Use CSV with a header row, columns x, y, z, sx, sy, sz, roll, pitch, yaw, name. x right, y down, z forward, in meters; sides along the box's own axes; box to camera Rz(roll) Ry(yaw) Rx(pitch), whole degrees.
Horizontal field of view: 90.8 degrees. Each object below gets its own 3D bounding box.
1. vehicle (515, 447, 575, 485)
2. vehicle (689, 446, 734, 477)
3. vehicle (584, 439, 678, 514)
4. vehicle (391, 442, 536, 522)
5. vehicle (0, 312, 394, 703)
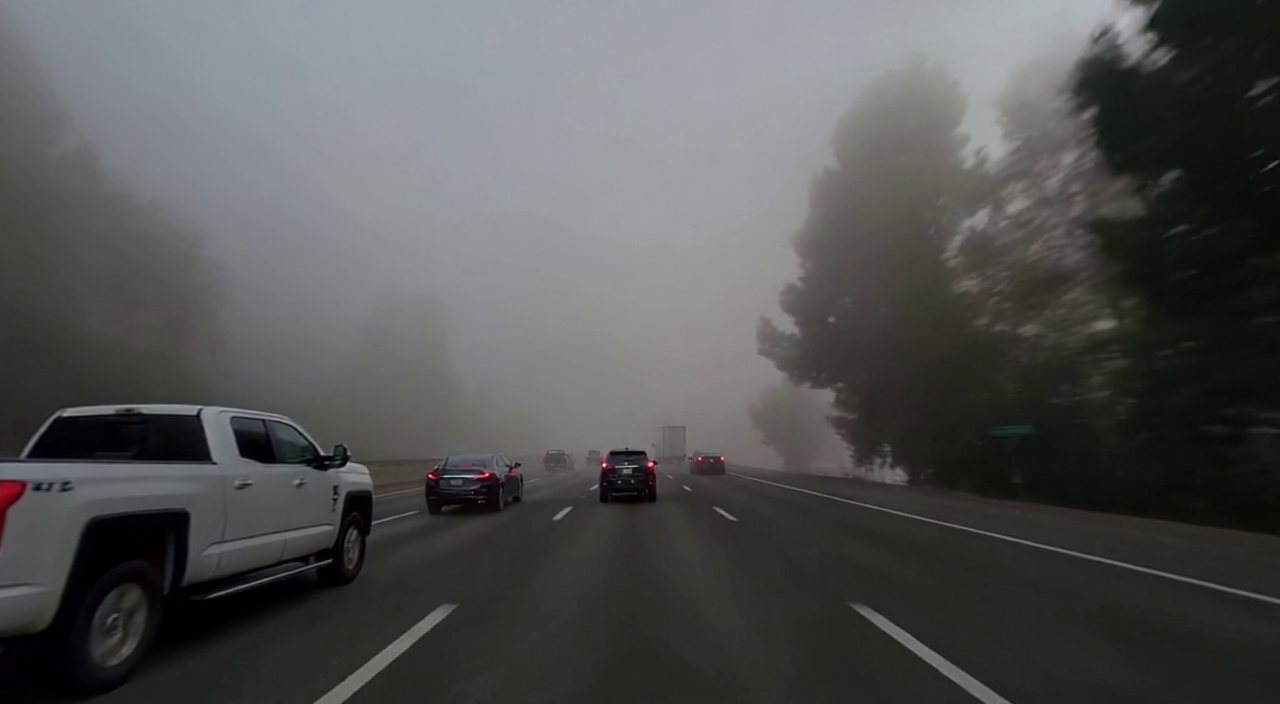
x,y,z,sx,sy,sz,roll,pitch,yaw,name
-3.965,4.846,27.054,1.999,1.484,4.269,0,-9,-1,vehicle
3.716,5.772,33.388,1.858,1.537,3.838,0,-9,-2,vehicle
-0.207,2.922,15.200,1.996,1.574,3.426,0,-9,0,vehicle
-3.733,2.824,14.281,1.988,1.501,4.438,0,-9,0,vehicle
-3.886,1.070,4.532,2.243,1.889,4.949,0,-9,0,vehicle
